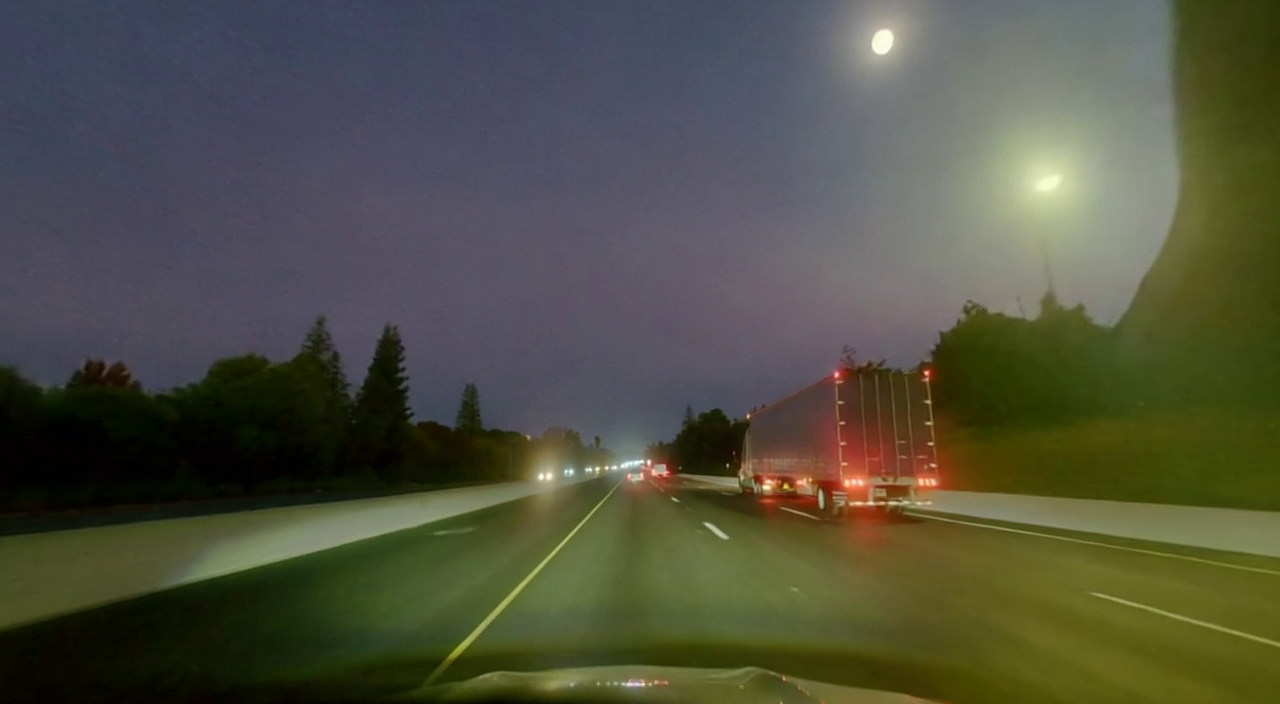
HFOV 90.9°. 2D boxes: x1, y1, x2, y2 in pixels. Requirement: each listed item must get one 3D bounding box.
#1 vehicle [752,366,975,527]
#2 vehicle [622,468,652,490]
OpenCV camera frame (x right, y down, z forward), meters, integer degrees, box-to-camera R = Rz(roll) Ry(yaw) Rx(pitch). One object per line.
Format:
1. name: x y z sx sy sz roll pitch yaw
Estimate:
1. vehicle: 6.877 3.634 22.957 2.926 4.073 13.836 1 -10 -1
2. vehicle: -0.264 8.974 44.808 2.029 1.459 3.684 1 -10 -1
